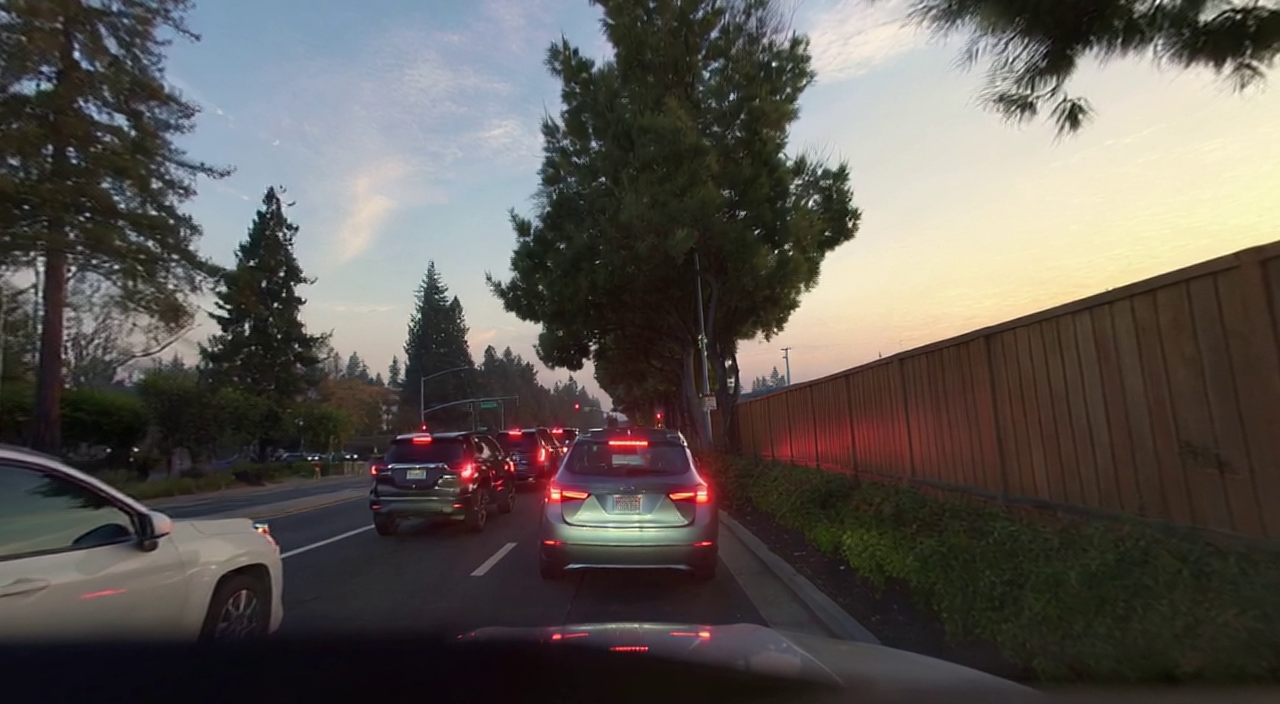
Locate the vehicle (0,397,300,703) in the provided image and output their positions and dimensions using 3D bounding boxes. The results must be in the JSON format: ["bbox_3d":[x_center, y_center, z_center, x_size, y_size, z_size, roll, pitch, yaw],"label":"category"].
[{"bbox_3d":[-3.157,0.841,1.604,1.980,1.520,4.636,0,-8,0],"label":"vehicle"}]

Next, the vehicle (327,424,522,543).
[{"bbox_3d":[-3.225,2.036,10.311,1.850,1.582,3.688,0,-8,0],"label":"vehicle"}]

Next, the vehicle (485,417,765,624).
[{"bbox_3d":[-0.136,1.490,6.498,1.995,1.460,3.865,0,-8,-1],"label":"vehicle"}]
